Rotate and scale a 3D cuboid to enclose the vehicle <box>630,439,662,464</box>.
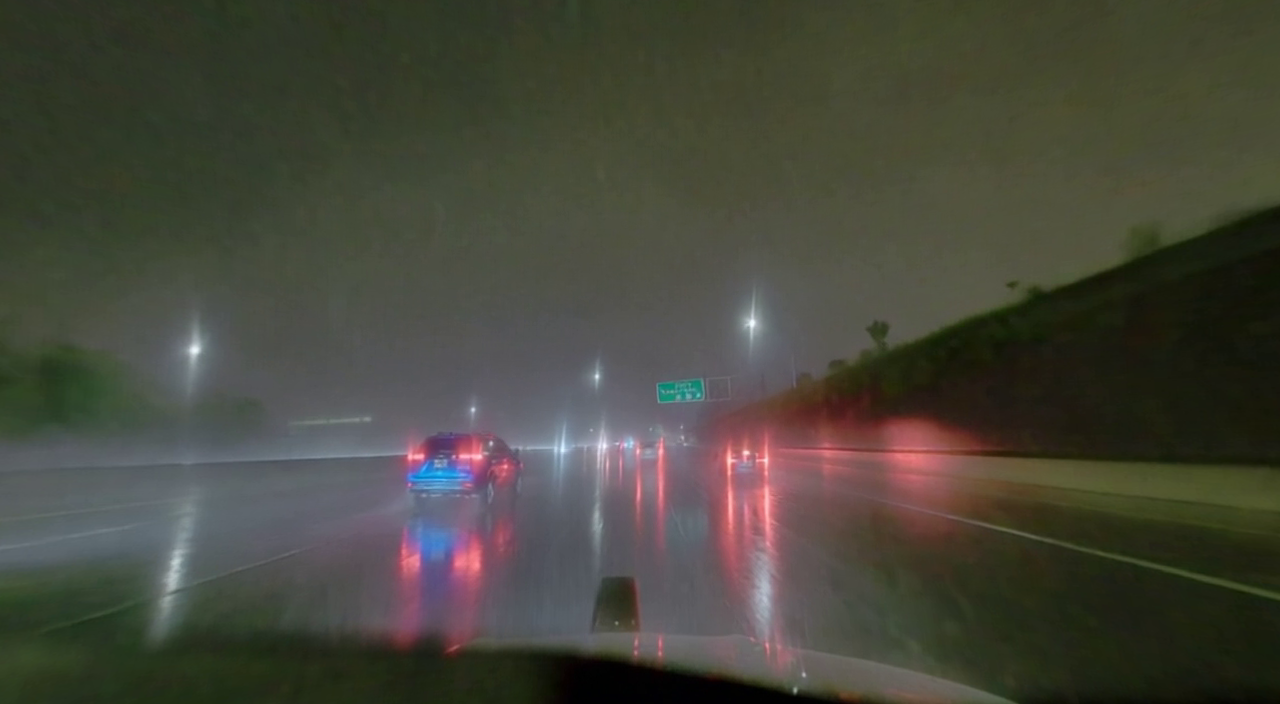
[{"bbox_3d":[0.473,7.774,49.655,2.428,1.841,4.402,0,-8,1],"label":"vehicle"}]

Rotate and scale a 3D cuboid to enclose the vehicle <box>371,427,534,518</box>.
[{"bbox_3d":[-3.725,2.477,13.503,2.193,1.641,4.077,0,-8,0],"label":"vehicle"}]

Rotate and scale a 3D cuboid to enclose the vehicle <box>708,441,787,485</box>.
[{"bbox_3d":[3.821,4.041,23.307,2.083,1.453,4.307,0,-8,-1],"label":"vehicle"}]
